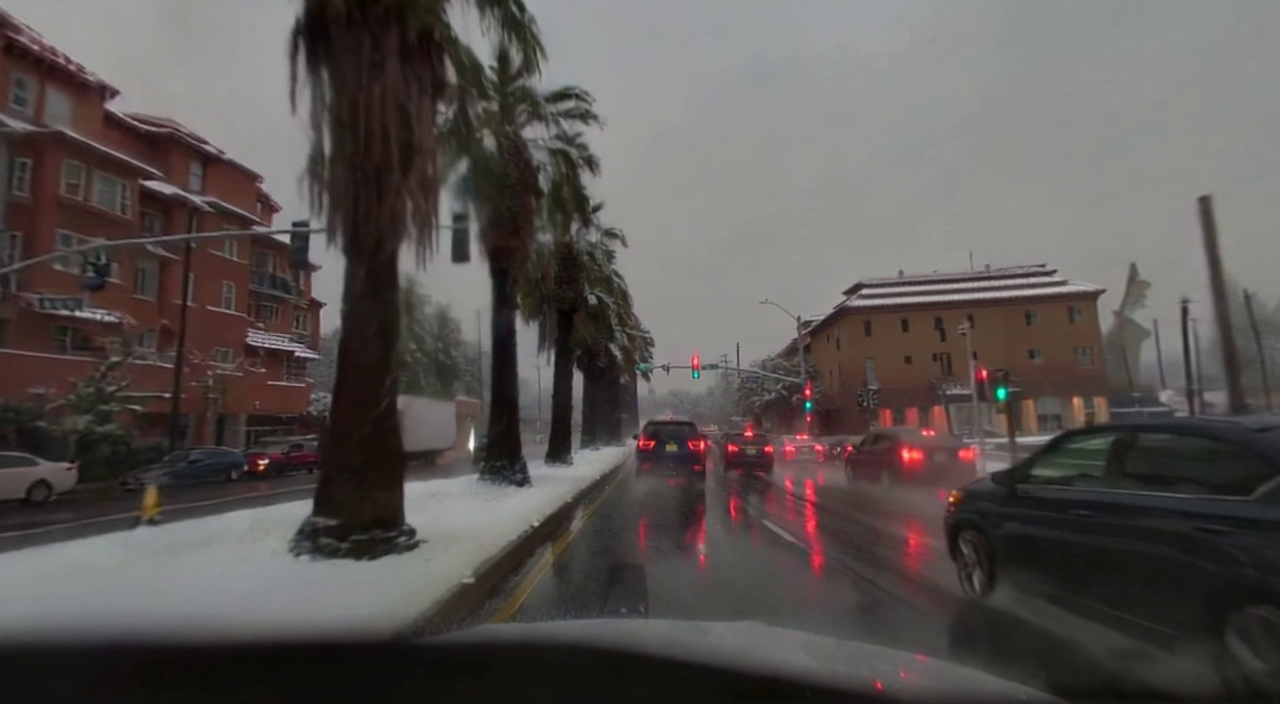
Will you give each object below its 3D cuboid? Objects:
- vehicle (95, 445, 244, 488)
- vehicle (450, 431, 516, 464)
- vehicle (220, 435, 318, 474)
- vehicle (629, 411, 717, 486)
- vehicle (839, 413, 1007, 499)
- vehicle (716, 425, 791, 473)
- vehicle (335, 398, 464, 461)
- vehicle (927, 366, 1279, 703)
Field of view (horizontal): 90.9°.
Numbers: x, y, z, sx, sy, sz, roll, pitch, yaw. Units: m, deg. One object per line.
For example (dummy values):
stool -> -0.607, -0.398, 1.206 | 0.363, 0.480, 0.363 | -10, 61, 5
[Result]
vehicle -> -18.511, 4.499, 25.211 | 2.070, 1.499, 4.851 | -1, -8, 3
vehicle -> -7.800, 4.824, 31.824 | 2.101, 1.538, 4.253 | -1, -8, 2
vehicle -> -18.062, 5.004, 30.972 | 1.965, 1.747, 4.461 | 0, -8, 2
vehicle -> 1.006, 3.143, 20.722 | 2.487, 2.115, 5.444 | 0, -8, 2
vehicle -> 7.458, 2.820, 17.441 | 2.215, 1.973, 5.323 | 0, -8, 1
vehicle -> 4.515, 3.973, 26.001 | 2.283, 1.738, 4.916 | 0, -8, 1
vehicle -> -14.580, 5.018, 39.810 | 3.100, 3.378, 11.784 | -1, -8, 2
vehicle -> 3.869, 1.077, 4.108 | 1.993, 1.645, 4.350 | 0, -8, 1
